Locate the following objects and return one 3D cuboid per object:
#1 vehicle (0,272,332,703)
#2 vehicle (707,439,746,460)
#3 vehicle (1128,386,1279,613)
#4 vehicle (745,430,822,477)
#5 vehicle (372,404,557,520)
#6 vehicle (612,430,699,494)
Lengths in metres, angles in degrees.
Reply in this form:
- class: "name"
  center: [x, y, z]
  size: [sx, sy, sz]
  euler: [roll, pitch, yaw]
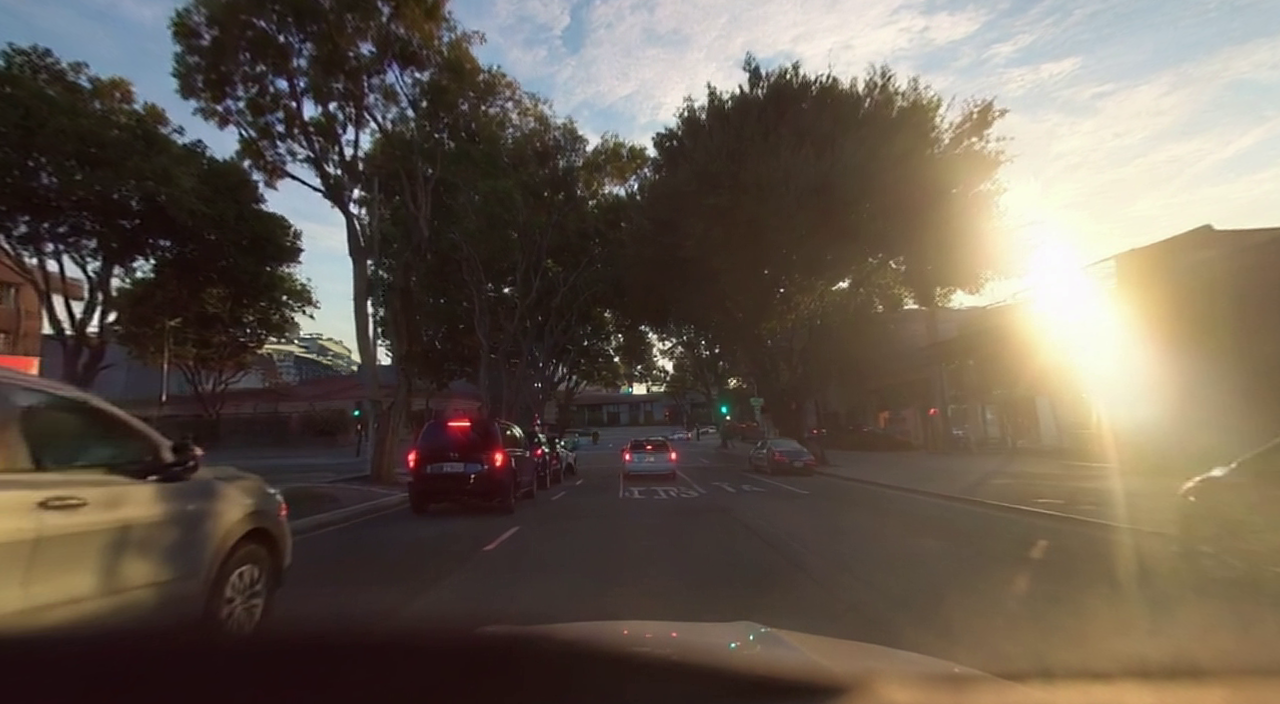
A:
- class: "vehicle"
  center: [-3.434, 0.694, 2.228]
  size: [2.223, 1.957, 4.845]
  euler: [0, -9, 0]
- class: "vehicle"
  center: [6.225, 7.081, 45.895]
  size: [1.986, 1.477, 4.510]
  euler: [0, -9, -3]
- class: "vehicle"
  center: [6.517, 1.172, 4.820]
  size: [1.997, 1.943, 4.409]
  euler: [0, -9, 0]
- class: "vehicle"
  center: [6.332, 4.540, 28.487]
  size: [2.300, 1.903, 4.579]
  euler: [0, -9, -1]
- class: "vehicle"
  center: [-3.326, 2.241, 13.243]
  size: [2.487, 1.978, 4.628]
  euler: [0, -9, 0]
- class: "vehicle"
  center: [0.313, 3.112, 18.176]
  size: [2.201, 1.589, 3.843]
  euler: [0, -9, -3]
